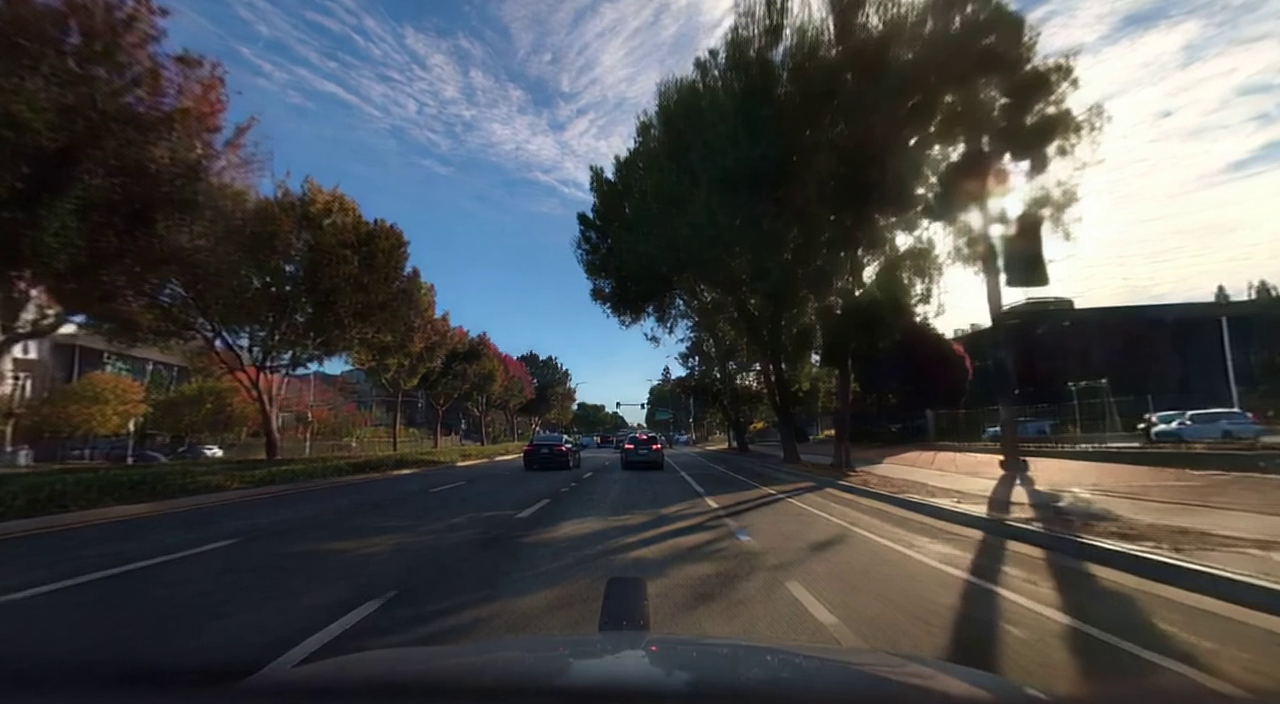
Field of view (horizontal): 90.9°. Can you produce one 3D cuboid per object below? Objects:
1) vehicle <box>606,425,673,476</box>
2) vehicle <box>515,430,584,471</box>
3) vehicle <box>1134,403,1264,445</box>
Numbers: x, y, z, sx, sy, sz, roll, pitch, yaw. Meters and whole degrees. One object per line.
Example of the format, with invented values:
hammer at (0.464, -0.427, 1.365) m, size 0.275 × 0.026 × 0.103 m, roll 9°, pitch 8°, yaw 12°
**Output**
vehicle at (-0.007, 3.553, 22.948) m, size 2.199 × 1.652 × 4.101 m, roll 0°, pitch -8°, yaw 0°
vehicle at (-3.542, 3.978, 25.642) m, size 1.942 × 1.462 × 4.905 m, roll 0°, pitch -8°, yaw 2°
vehicle at (22.012, 2.945, 25.121) m, size 1.833 × 1.471 × 4.656 m, roll -2°, pitch -9°, yaw 14°
